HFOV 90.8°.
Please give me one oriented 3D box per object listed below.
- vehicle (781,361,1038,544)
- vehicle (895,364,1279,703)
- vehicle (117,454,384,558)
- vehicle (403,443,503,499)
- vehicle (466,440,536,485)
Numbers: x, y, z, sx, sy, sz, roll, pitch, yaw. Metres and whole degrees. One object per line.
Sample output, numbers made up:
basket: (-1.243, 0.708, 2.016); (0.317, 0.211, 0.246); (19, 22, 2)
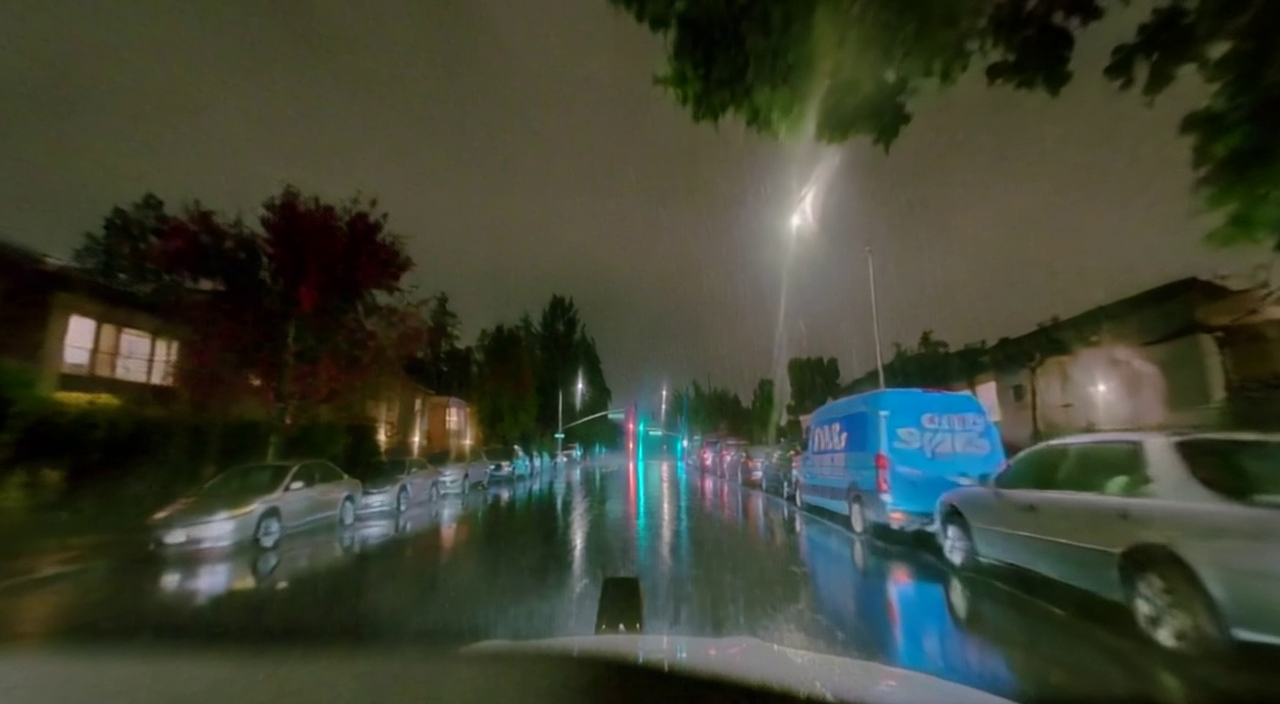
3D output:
vehicle: (4.582, 1.892, 12.163); (2.178, 2.656, 5.712); (0, -9, -2)
vehicle: (4.324, 1.258, 5.264); (1.907, 1.768, 6.059); (0, -9, 0)
vehicle: (-6.748, 2.665, 11.811); (1.869, 1.467, 4.921); (0, -9, 0)
vehicle: (-6.828, 4.380, 23.806); (2.162, 1.846, 5.426); (0, -9, -1)
vehicle: (-6.790, 5.475, 31.712); (2.195, 2.023, 6.055); (0, -9, -1)
